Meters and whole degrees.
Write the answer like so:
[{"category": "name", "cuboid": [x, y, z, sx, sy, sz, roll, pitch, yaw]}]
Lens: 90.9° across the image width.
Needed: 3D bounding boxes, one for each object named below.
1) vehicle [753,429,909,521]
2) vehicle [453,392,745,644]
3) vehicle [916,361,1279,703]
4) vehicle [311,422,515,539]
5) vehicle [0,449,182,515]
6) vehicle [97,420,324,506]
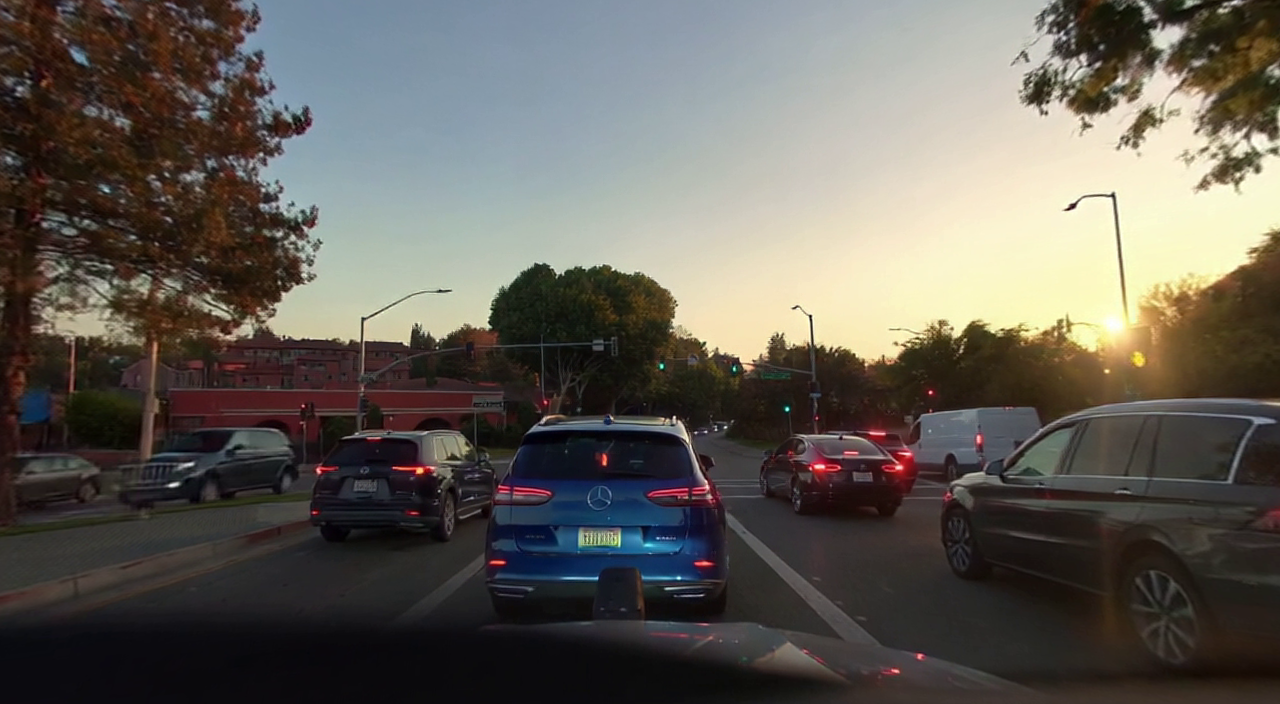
[{"category": "vehicle", "cuboid": [3.648, 2.409, 12.827, 1.847, 1.554, 3.885, 0, -8, -2]}, {"category": "vehicle", "cuboid": [-0.164, 1.439, 6.466, 2.022, 1.700, 4.084, 0, -8, 4]}, {"category": "vehicle", "cuboid": [4.143, 1.226, 5.095, 2.014, 1.740, 4.515, -1, -8, 4]}, {"category": "vehicle", "cuboid": [-3.777, 2.204, 11.472, 2.012, 1.701, 4.316, 0, -8, 1]}, {"category": "vehicle", "cuboid": [-15.890, 3.558, 17.902, 2.057, 1.540, 4.884, 0, -8, 1]}, {"category": "vehicle", "cuboid": [-12.231, 3.208, 18.740, 2.405, 2.098, 5.888, 0, -8, 2]}]
